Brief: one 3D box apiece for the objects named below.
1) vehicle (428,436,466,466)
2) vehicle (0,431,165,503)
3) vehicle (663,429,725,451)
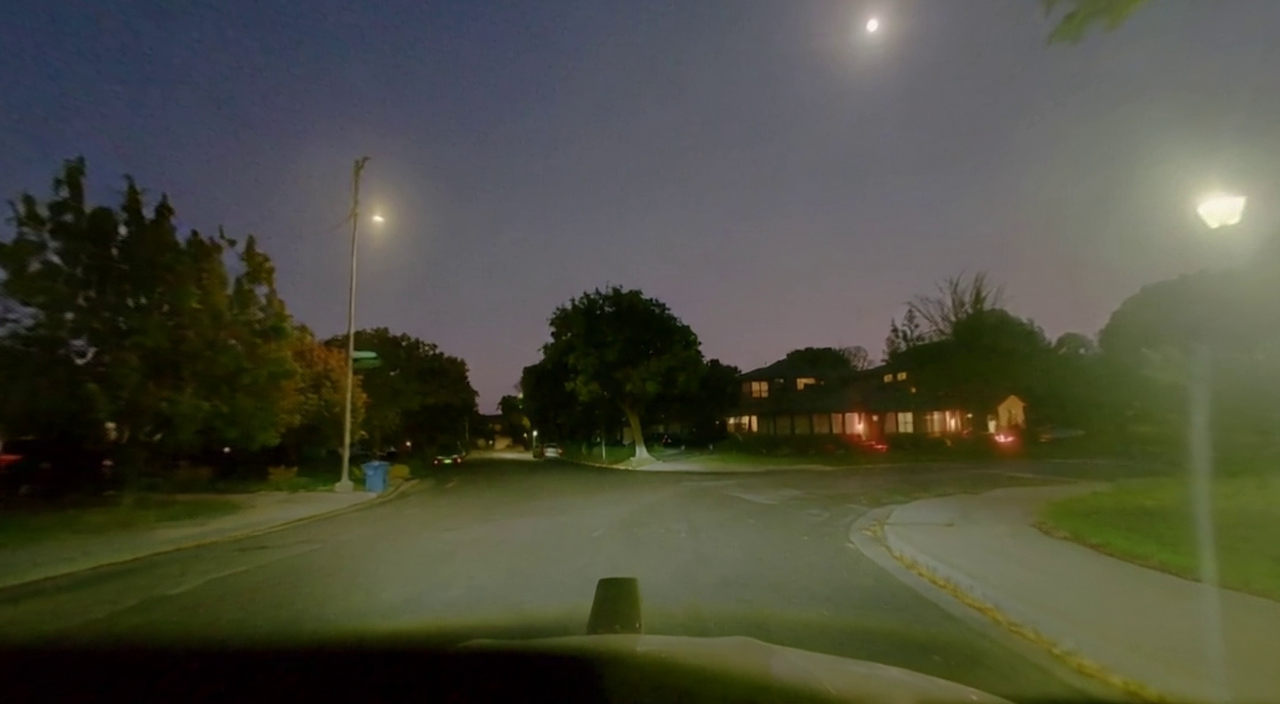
[{"bbox_3d":[-12.577,6.481,41.387,2.152,1.826,4.725,2,-9,-15],"label":"vehicle"},{"bbox_3d":[-14.807,2.819,15.634,4.313,1.644,2.024,2,-9,-14],"label":"vehicle"},{"bbox_3d":[4.047,6.609,47.427,4.241,1.597,1.833,2,-9,-14],"label":"vehicle"}]
